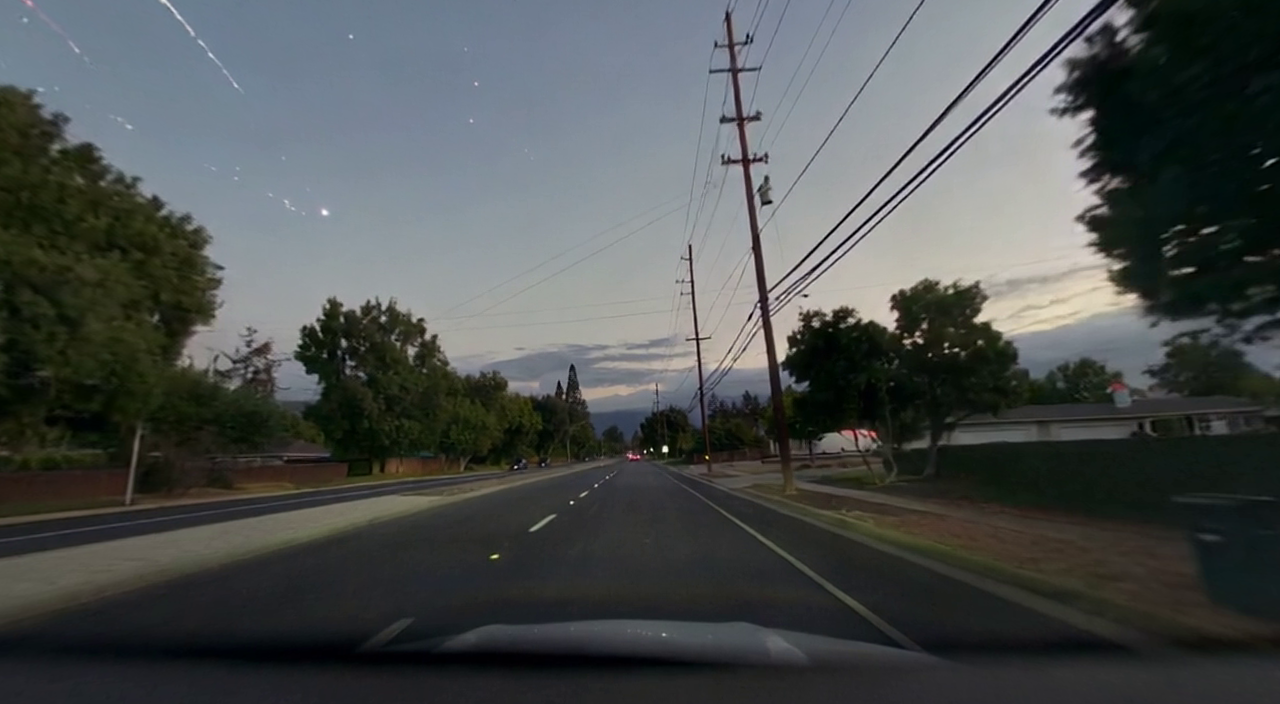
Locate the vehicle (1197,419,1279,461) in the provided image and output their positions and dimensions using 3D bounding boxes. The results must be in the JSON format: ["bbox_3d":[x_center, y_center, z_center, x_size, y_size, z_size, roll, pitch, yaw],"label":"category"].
[{"bbox_3d":[29.429,4.206,29.813,1.877,1.757,4.937,1,-10,3],"label":"vehicle"}]
